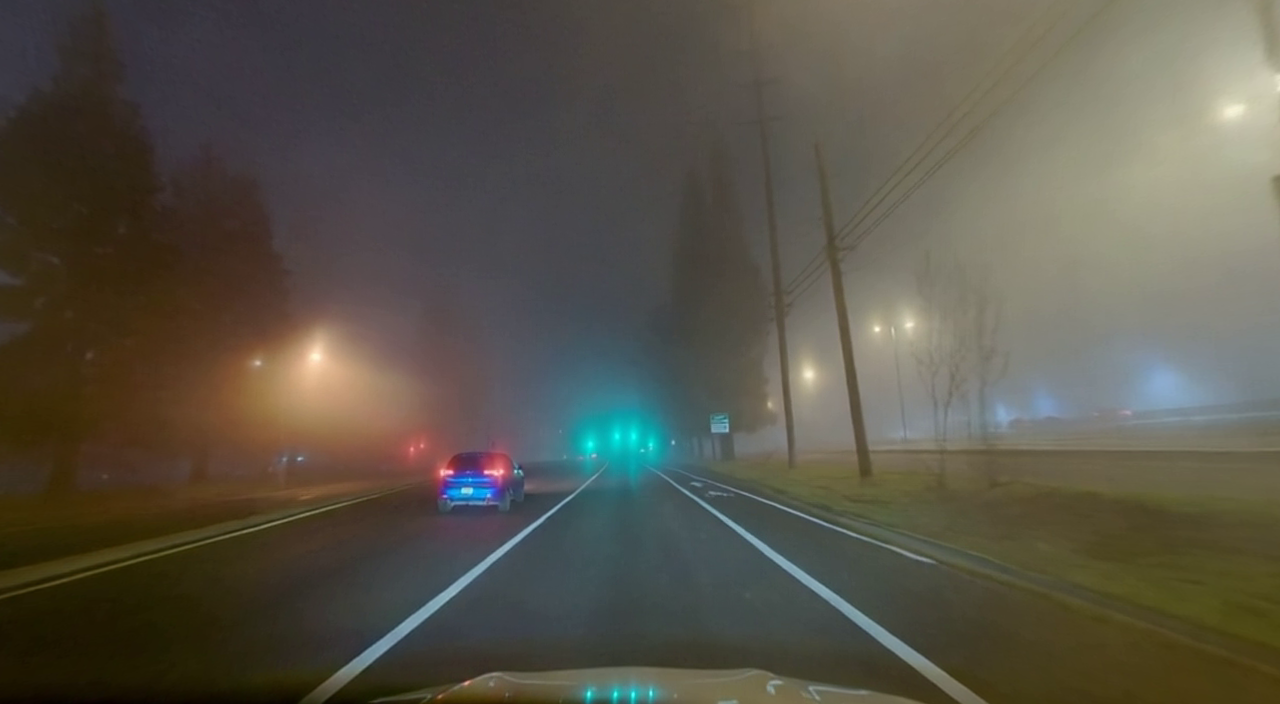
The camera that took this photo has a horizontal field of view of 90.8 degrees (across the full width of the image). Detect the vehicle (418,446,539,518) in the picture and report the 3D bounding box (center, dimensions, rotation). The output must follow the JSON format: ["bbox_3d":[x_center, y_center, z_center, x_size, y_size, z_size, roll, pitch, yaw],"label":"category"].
[{"bbox_3d":[-3.709,3.031,15.308,1.964,1.472,4.078,0,-8,-2],"label":"vehicle"}]
